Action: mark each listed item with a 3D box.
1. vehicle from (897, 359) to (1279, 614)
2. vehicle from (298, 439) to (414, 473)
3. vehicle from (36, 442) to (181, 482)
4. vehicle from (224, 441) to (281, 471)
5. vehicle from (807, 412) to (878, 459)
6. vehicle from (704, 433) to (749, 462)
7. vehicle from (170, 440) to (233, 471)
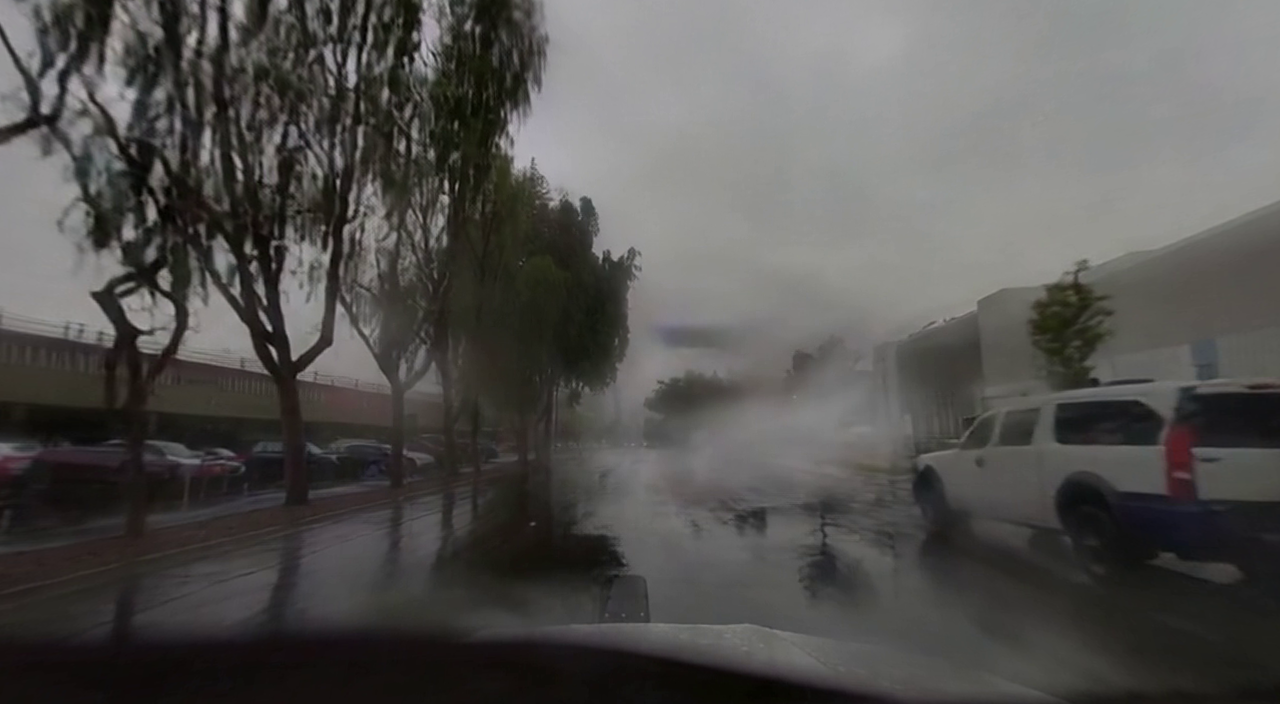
[{"bbox_3d":[5.969,1.545,8.369,2.356,2.076,6.287,0,-8,-1],"label":"vehicle"},{"bbox_3d":[-14.706,5.417,32.942,4.954,1.614,2.227,0,-9,-5],"label":"vehicle"},{"bbox_3d":[-24.654,5.094,29.493,2.032,1.686,4.652,-3,-9,19],"label":"vehicle"},{"bbox_3d":[-24.682,6.611,40.381,2.026,1.723,4.633,4,-8,-19],"label":"vehicle"},{"bbox_3d":[13.140,5.530,41.466,2.935,2.889,5.499,-1,-9,2],"label":"vehicle"},{"bbox_3d":[5.980,6.705,44.376,2.338,1.942,5.267,0,-8,-1],"label":"vehicle"},{"bbox_3d":[-27.483,6.472,39.708,2.026,1.723,4.322,3,-8,-19],"label":"vehicle"}]
